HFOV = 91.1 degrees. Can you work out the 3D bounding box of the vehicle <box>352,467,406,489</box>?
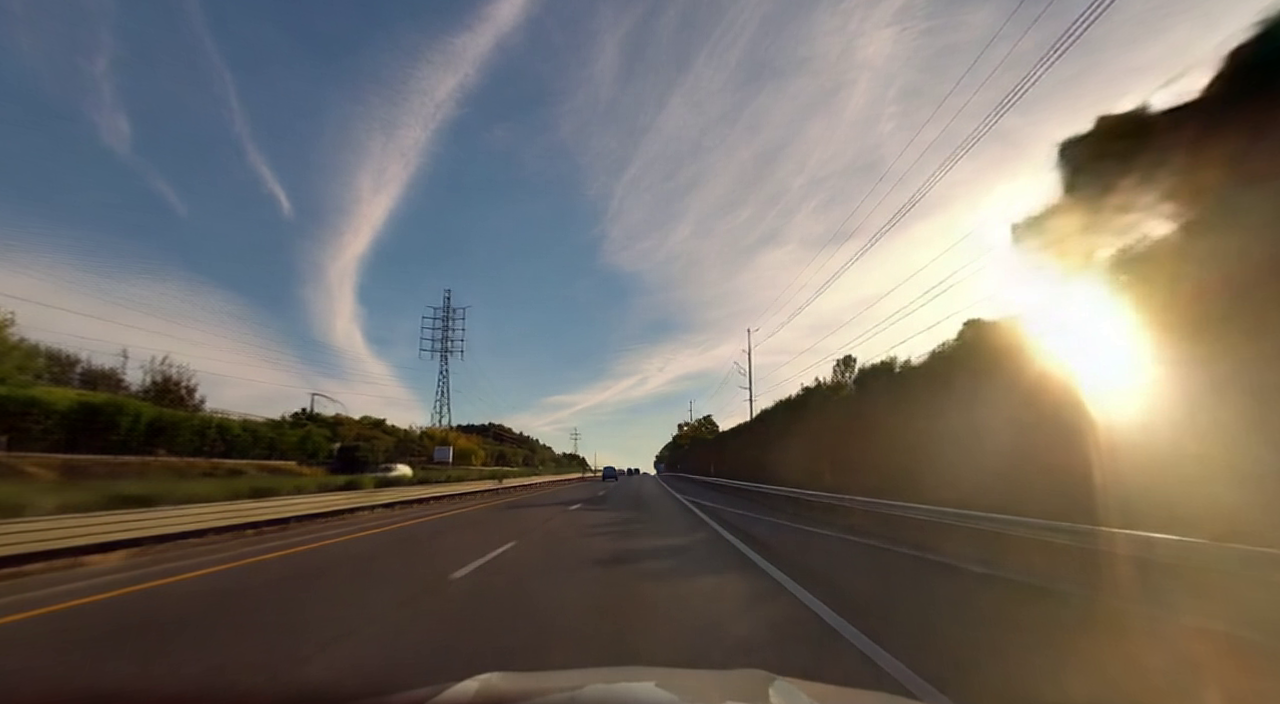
[{"bbox_3d":[-19.894,9.619,48.094,1.957,1.599,4.666,0,-11,1],"label":"vehicle"}]
